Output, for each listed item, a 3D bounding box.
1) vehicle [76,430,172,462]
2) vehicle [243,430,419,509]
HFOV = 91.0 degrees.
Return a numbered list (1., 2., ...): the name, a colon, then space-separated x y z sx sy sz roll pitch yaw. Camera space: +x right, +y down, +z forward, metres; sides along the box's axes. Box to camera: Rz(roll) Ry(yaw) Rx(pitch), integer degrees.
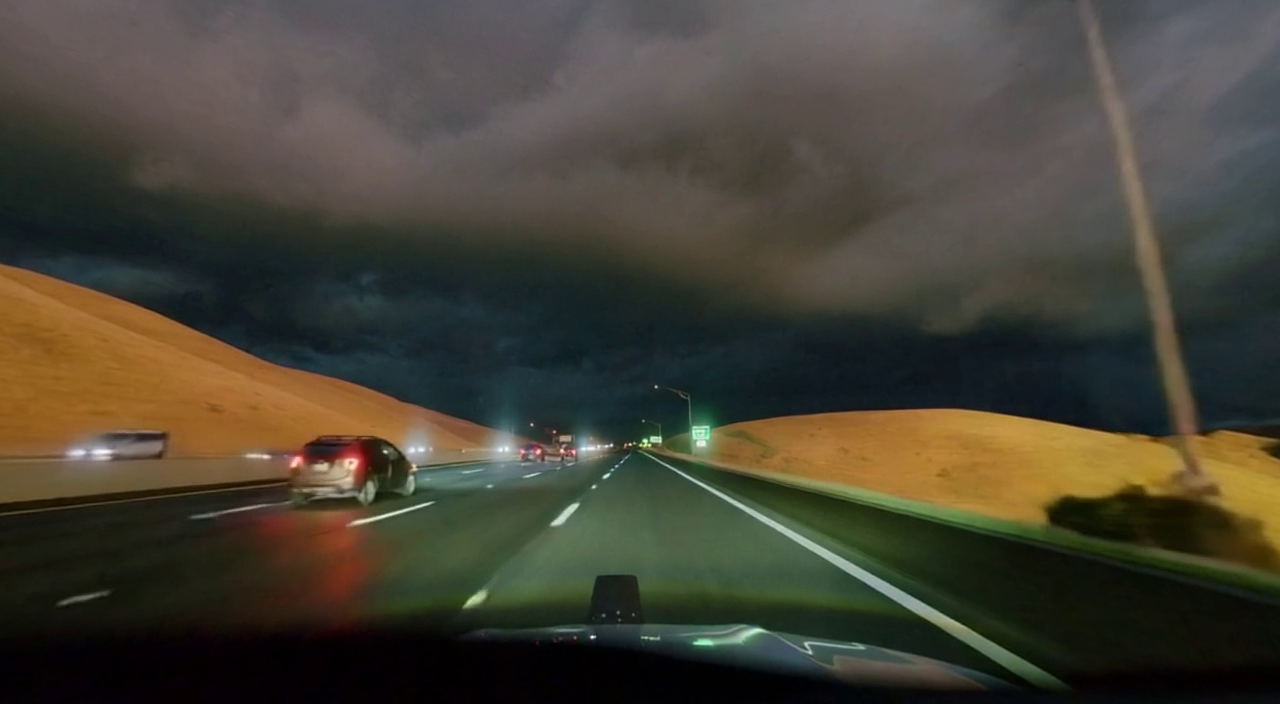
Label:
1. vehicle: -38.579 7.096 47.349 2.408 2.235 5.708 0 -9 -1
2. vehicle: -7.159 2.769 15.242 2.045 1.624 4.338 0 -9 0
